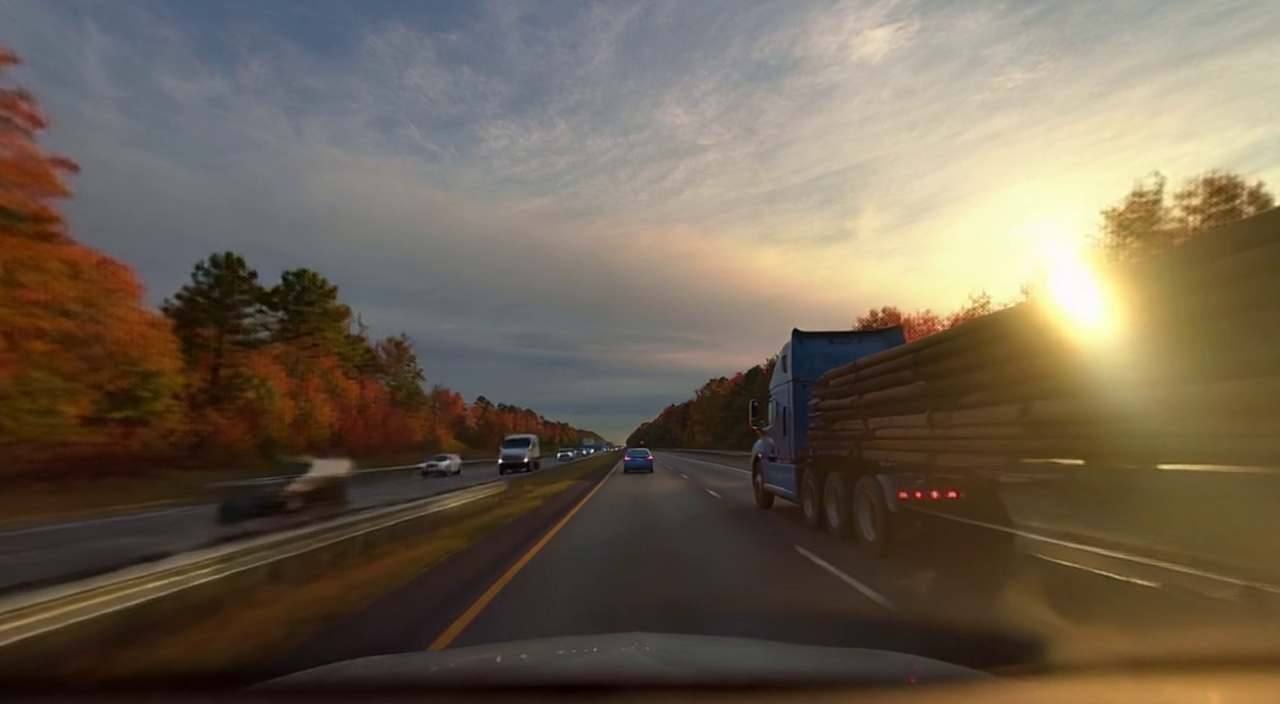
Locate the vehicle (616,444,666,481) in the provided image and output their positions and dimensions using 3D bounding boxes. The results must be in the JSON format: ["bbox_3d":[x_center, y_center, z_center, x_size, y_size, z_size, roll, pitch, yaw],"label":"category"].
[{"bbox_3d":[0.006,4.975,28.491,2.099,1.506,4.097,0,-9,-1],"label":"vehicle"}]

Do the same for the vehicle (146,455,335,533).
[{"bbox_3d":[-9.385,3.321,15.215,1.873,1.549,4.104,-1,-9,0],"label":"vehicle"}]

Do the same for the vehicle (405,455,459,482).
[{"bbox_3d":[-12.986,7.286,39.438,1.935,1.530,4.142,-1,-9,0],"label":"vehicle"}]

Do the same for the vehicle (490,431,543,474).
[{"bbox_3d":[-8.542,7.041,44.013,2.451,2.748,6.073,-1,-9,0],"label":"vehicle"}]

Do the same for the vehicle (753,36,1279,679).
[{"bbox_3d":[4.168,0.682,9.051,2.996,3.942,10.600,0,-9,0],"label":"vehicle"}]
